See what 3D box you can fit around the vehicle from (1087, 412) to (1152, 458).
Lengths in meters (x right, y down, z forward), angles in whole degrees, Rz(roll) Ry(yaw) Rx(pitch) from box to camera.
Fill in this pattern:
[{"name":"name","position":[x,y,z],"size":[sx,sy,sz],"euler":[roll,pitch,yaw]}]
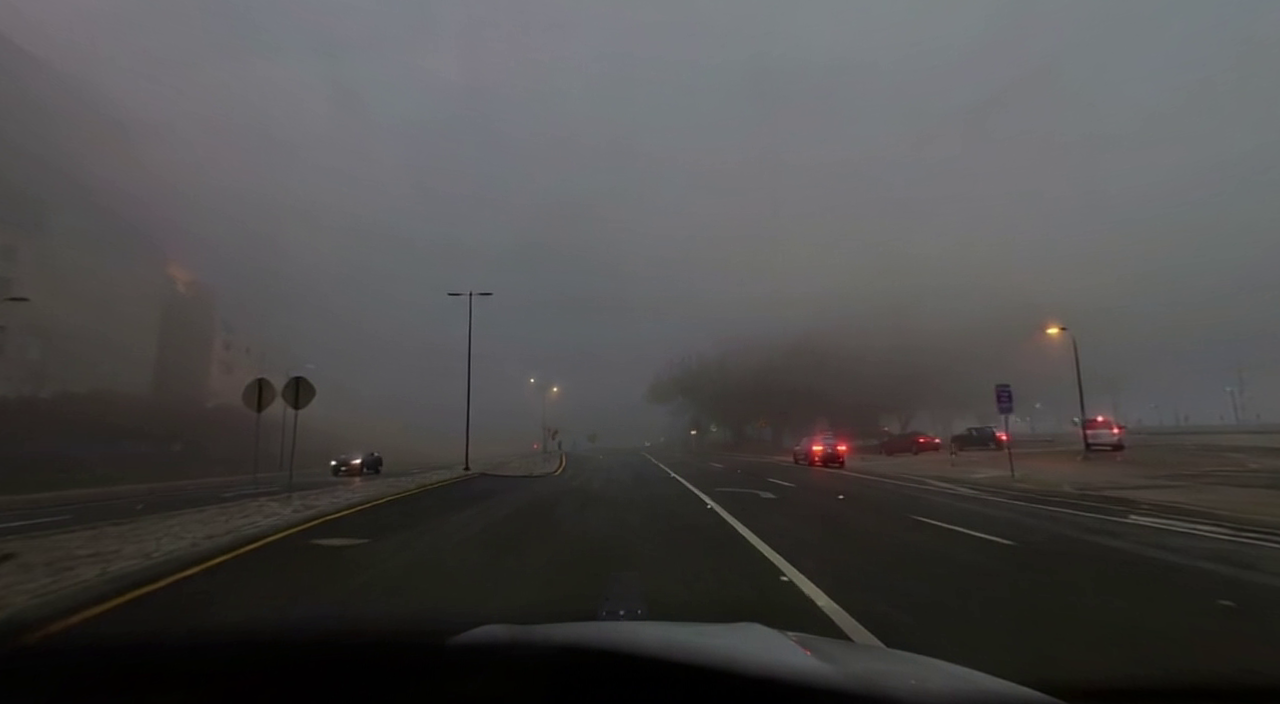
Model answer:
[{"name":"vehicle","position":[25.318,4.404,33.437],"size":[1.246,2.287,2.709],"euler":[-1,-9,2]}]

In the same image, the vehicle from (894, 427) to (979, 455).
[{"name":"vehicle","position":[21.593,6.508,46.148],"size":[4.958,1.960,2.402],"euler":[-1,-8,3]}]

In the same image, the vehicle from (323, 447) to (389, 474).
[{"name":"vehicle","position":[-17.801,6.829,39.908],"size":[2.039,1.466,4.783],"euler":[-2,-8,-1]}]
